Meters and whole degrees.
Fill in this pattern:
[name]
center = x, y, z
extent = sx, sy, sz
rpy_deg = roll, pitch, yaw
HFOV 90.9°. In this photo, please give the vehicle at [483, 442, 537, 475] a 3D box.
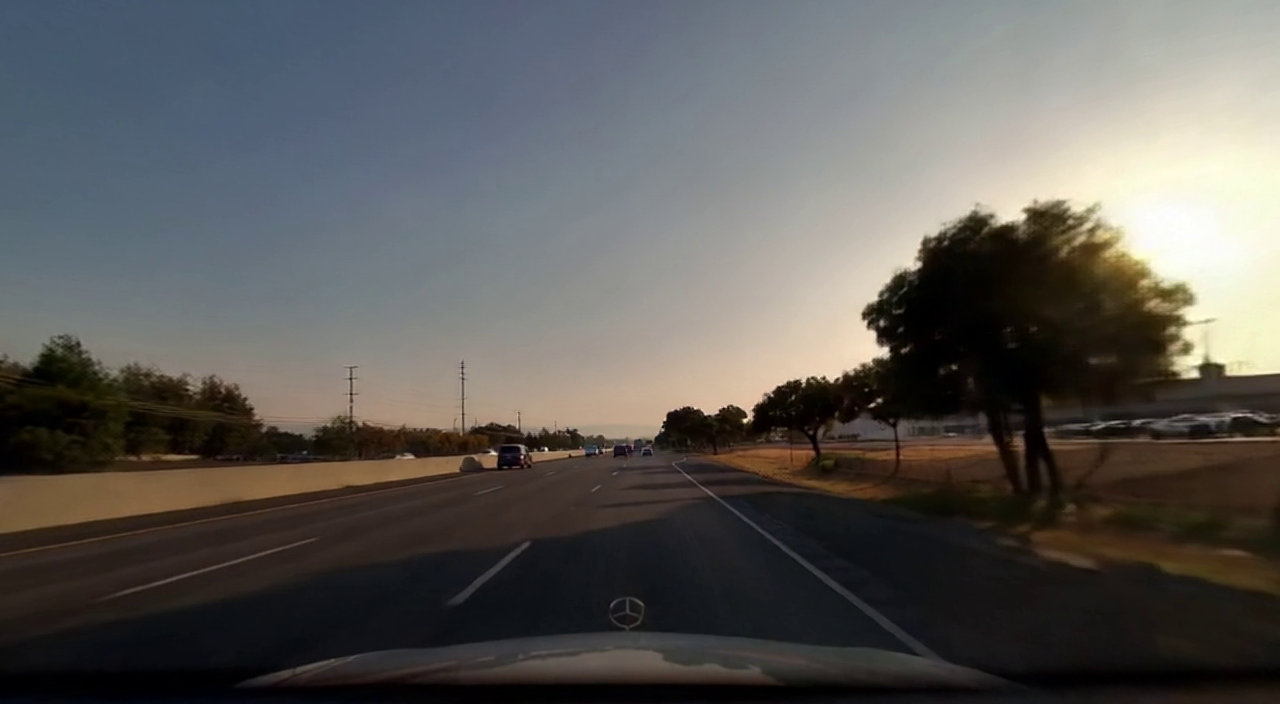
[vehicle]
center = -7.251, 5.963, 35.612
extent = 2.021, 1.699, 4.324
rpy_deg = 0, -8, 1
